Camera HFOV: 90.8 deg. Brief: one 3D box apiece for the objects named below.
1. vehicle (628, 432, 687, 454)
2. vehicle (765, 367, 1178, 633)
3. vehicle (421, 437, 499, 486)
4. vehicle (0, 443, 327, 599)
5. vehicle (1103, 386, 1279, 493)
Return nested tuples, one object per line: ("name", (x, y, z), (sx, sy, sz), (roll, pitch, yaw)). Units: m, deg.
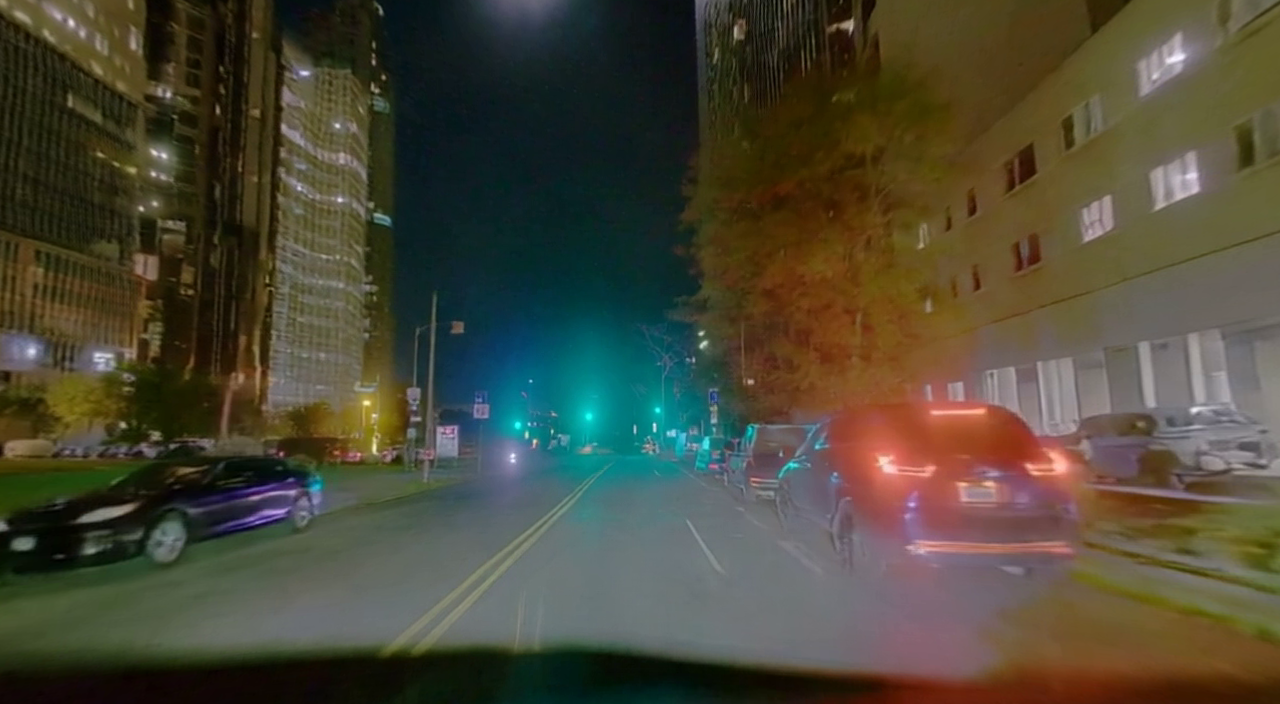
("vehicle", (1.315, 7.116, 49.289), (4.448, 1.599, 1.837), (0, -8, -1))
("vehicle", (2.772, 1.371, 6.814), (1.954, 1.845, 4.682), (-1, -8, 1))
("vehicle", (-7.050, 4.322, 25.172), (1.893, 1.758, 4.019), (0, -8, 0))
("vehicle", (-6.652, 2.113, 8.936), (2.033, 1.523, 4.867), (-3, -8, -1))
("vehicle", (10.005, 1.457, 10.950), (3.738, 1.566, 1.708), (3, -8, -30))
